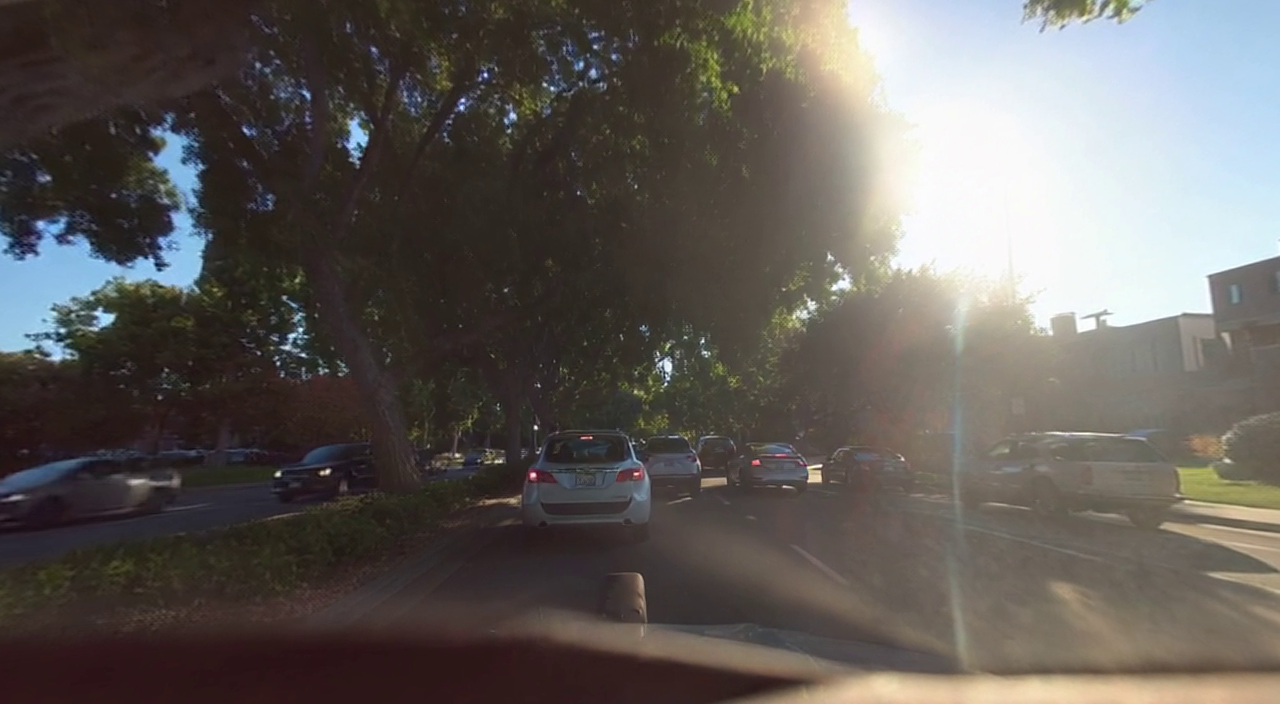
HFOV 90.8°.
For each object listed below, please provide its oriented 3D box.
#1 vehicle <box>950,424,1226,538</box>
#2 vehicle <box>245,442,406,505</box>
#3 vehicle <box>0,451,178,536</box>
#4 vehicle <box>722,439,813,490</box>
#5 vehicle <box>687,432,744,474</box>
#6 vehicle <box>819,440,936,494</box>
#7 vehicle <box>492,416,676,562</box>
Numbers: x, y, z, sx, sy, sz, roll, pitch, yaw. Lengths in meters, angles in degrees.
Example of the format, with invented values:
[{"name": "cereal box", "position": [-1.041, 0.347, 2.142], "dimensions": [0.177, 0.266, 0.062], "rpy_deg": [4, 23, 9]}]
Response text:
[{"name": "vehicle", "position": [7.889, 2.277, 11.832], "dimensions": [2.168, 1.709, 4.289], "rpy_deg": [-1, -8, 3]}, {"name": "vehicle", "position": [-8.351, 3.246, 17.383], "dimensions": [2.039, 1.466, 4.553], "rpy_deg": [0, -8, 1]}, {"name": "vehicle", "position": [-11.993, 2.744, 12.783], "dimensions": [1.866, 1.404, 4.507], "rpy_deg": [0, -8, 0]}, {"name": "vehicle", "position": [4.045, 3.639, 20.848], "dimensions": [2.175, 1.477, 4.520], "rpy_deg": [0, -8, 1]}, {"name": "vehicle", "position": [3.563, 4.862, 30.609], "dimensions": [2.114, 1.846, 4.659], "rpy_deg": [0, -8, -1]}, {"name": "vehicle", "position": [7.249, 3.545, 19.821], "dimensions": [1.977, 1.485, 4.308], "rpy_deg": [0, -8, 0]}, {"name": "vehicle", "position": [-0.798, 1.850, 9.212], "dimensions": [2.106, 1.655, 3.717], "rpy_deg": [1, -8, -5]}]
